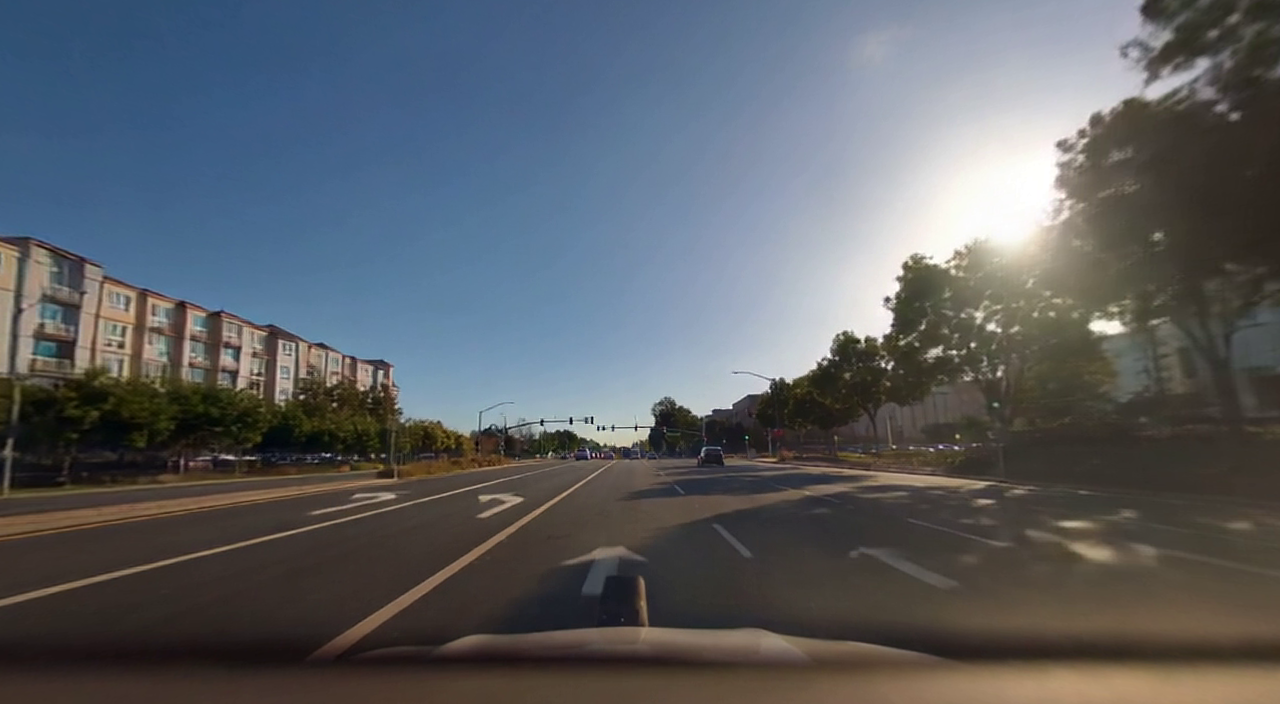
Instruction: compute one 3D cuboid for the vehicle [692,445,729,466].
[{"bbox_3d":[5.312,7.913,48.388,2.187,1.475,4.529,0,-9,-2],"label":"vehicle"}]
